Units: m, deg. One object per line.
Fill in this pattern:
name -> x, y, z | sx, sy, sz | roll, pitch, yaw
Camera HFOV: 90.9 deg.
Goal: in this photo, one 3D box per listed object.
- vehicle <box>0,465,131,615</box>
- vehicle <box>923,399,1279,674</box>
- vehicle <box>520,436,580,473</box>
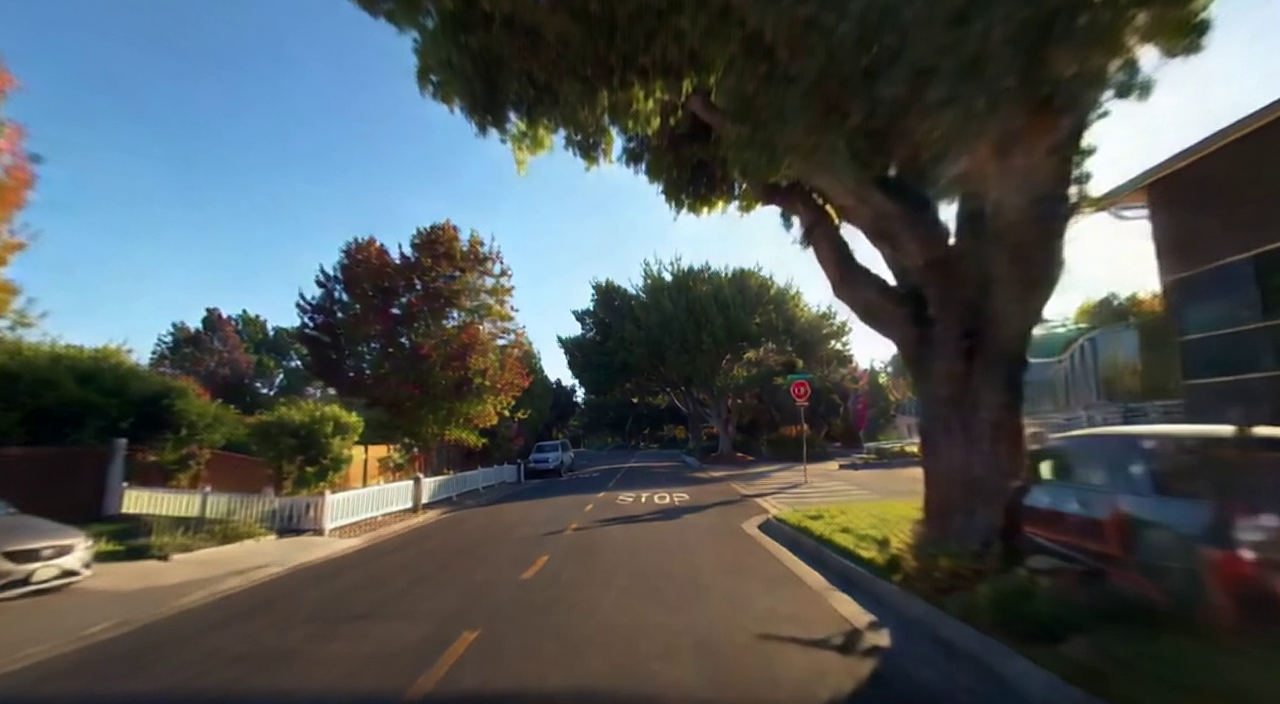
vehicle -> -8.630, 2.052, 7.084 | 4.063, 1.483, 1.939 | 0, -9, -1
vehicle -> 4.612, 1.299, 5.357 | 2.109, 1.500, 5.070 | 0, -8, 1
vehicle -> -5.119, 5.864, 36.694 | 2.308, 1.899, 6.107 | -2, -8, 3
